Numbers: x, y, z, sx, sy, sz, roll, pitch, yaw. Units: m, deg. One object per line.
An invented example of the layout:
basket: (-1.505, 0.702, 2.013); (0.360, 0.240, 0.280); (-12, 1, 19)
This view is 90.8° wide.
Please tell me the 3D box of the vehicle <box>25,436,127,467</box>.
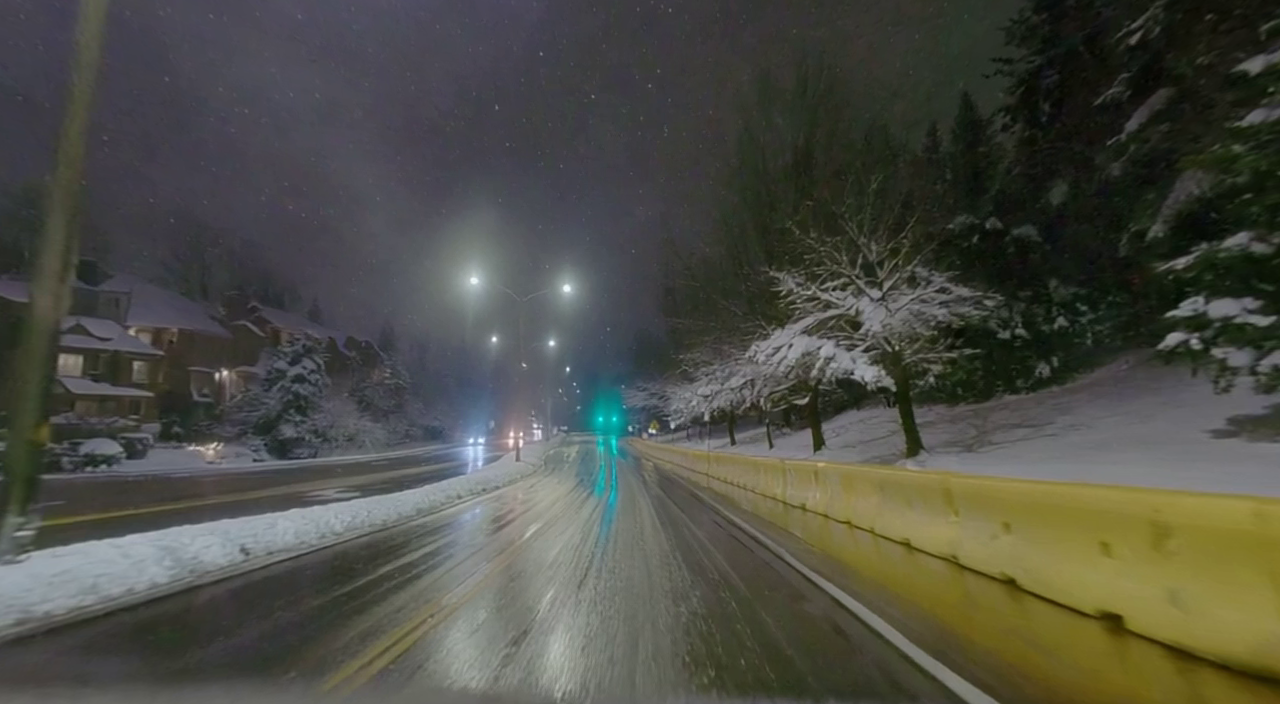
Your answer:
vehicle: (-32.284, 5.675, 36.237); (4.017, 1.663, 1.966); (-1, -8, 2)
